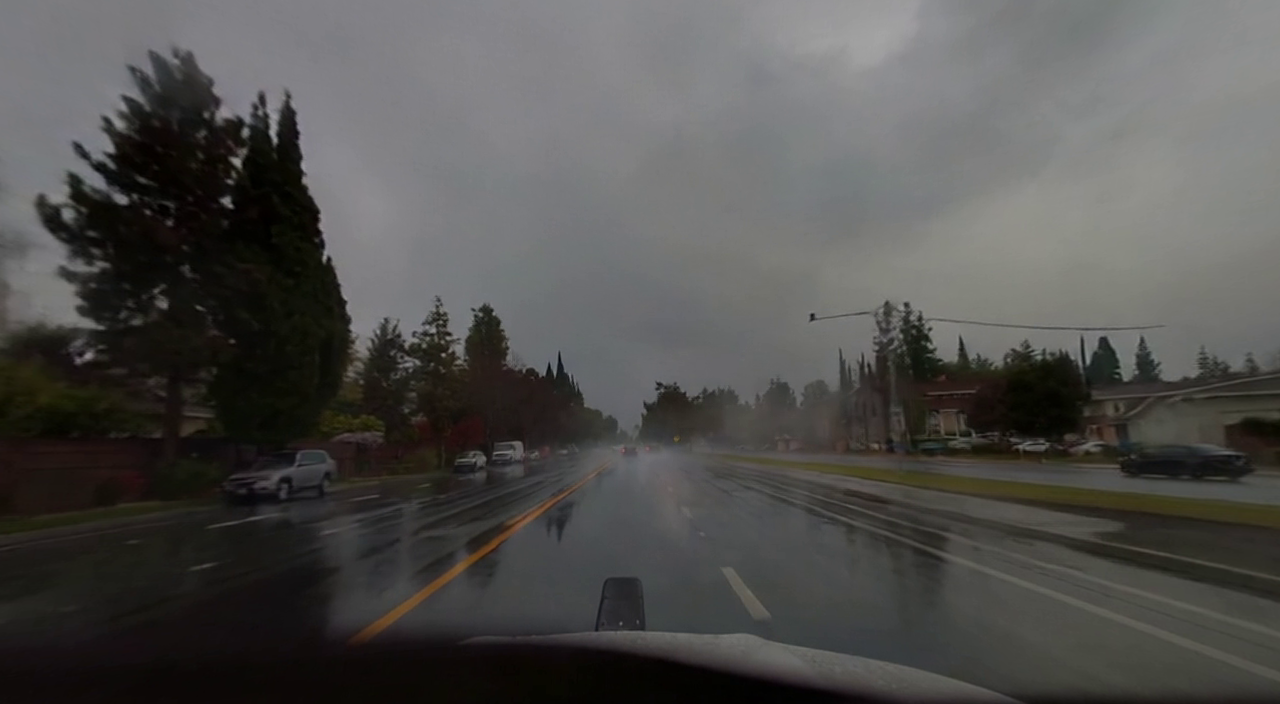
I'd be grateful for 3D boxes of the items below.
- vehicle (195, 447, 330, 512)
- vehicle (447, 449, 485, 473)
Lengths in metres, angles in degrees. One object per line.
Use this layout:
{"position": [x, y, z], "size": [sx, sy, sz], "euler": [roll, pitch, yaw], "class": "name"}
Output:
{"position": [-12.276, 4.108, 20.959], "size": [2.000, 1.821, 4.314], "euler": [-2, -8, -3], "class": "vehicle"}
{"position": [-12.417, 7.756, 45.292], "size": [1.762, 1.552, 3.901], "euler": [-2, -8, -1], "class": "vehicle"}
